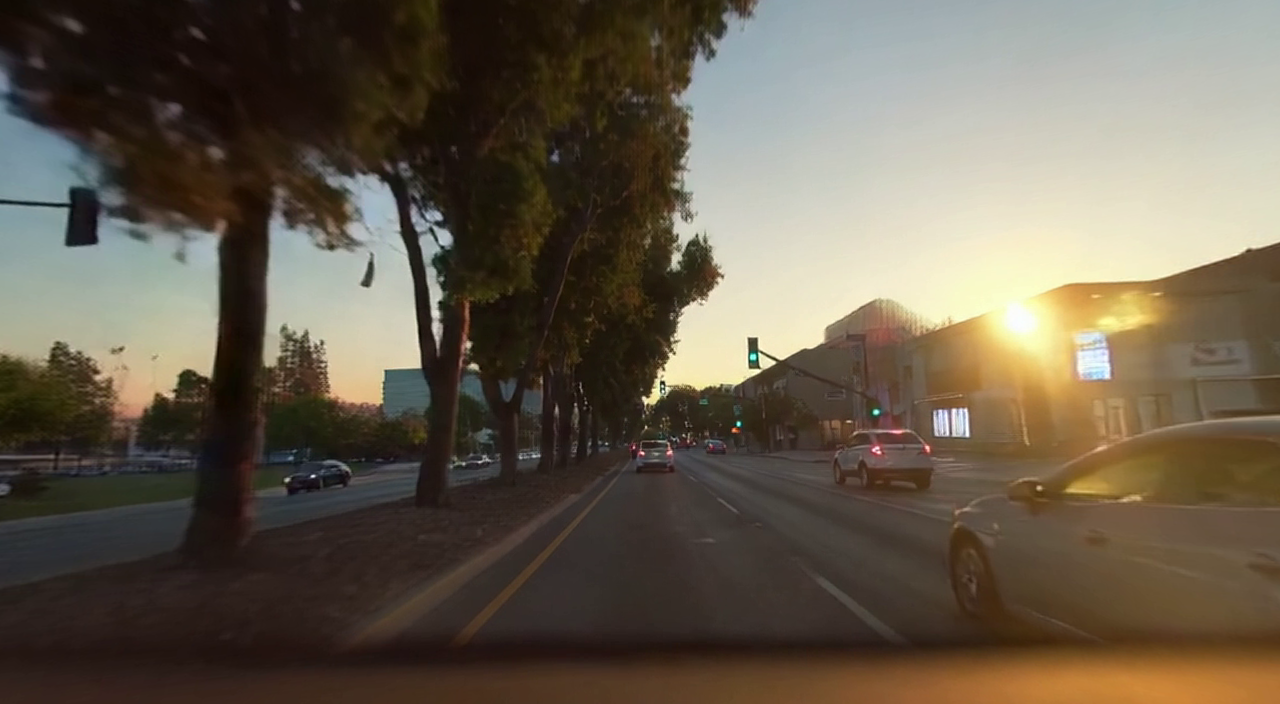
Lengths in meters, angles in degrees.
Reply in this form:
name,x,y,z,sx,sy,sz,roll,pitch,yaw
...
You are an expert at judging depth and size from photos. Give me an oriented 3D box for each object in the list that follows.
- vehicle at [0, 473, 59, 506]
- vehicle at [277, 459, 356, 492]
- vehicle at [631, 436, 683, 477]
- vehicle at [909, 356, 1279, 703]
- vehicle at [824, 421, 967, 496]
name,x,y,z,sx,sy,sz,roll,pitch,yaw
vehicle,-38.408,8.471,38.240,4.432,1.505,1.984,-9,-8,1
vehicle,-18.202,6.959,35.724,1.947,1.609,4.589,0,-8,1
vehicle,0.711,4.598,28.051,2.125,1.669,3.880,0,-8,0
vehicle,3.208,0.902,2.796,1.931,1.591,4.708,0,-8,0
vehicle,6.840,2.902,17.560,1.963,1.783,4.722,0,-8,0
